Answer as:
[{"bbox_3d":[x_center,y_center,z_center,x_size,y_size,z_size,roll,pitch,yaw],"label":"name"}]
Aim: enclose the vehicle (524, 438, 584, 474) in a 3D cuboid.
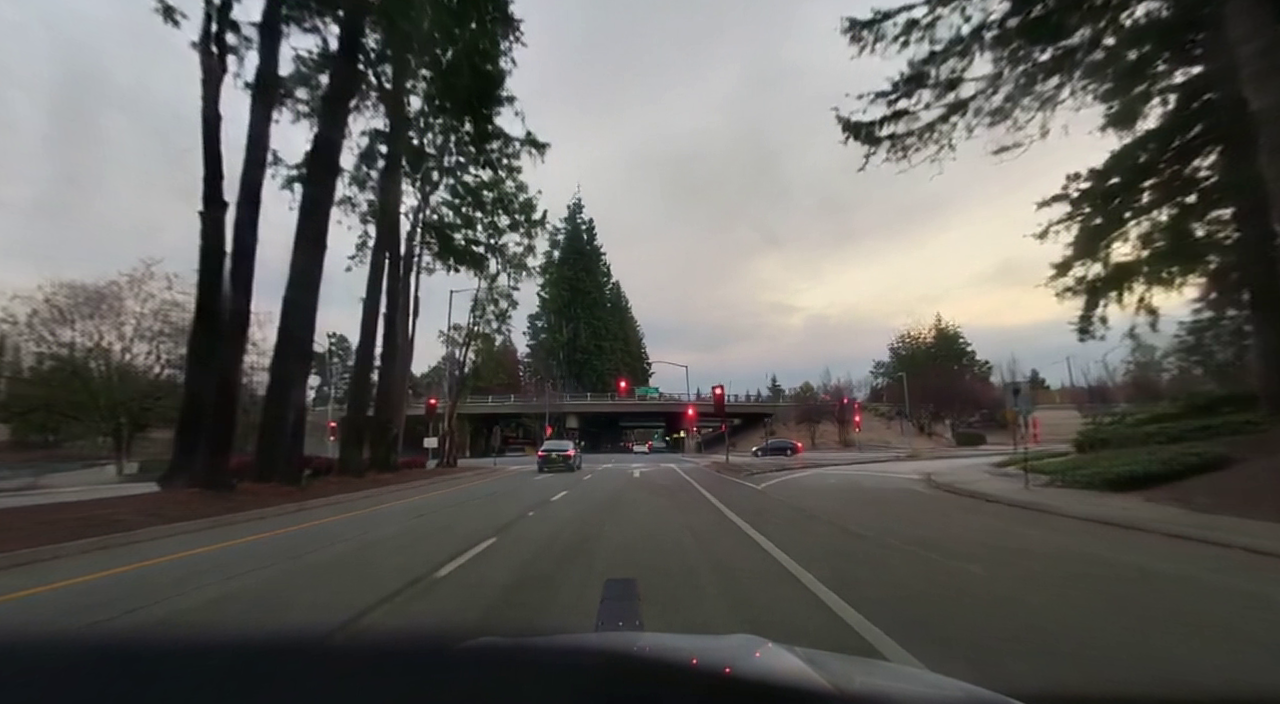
[{"bbox_3d":[-3.816,4.680,28.644,2.082,1.472,4.310,0,-9,0],"label":"vehicle"}]
